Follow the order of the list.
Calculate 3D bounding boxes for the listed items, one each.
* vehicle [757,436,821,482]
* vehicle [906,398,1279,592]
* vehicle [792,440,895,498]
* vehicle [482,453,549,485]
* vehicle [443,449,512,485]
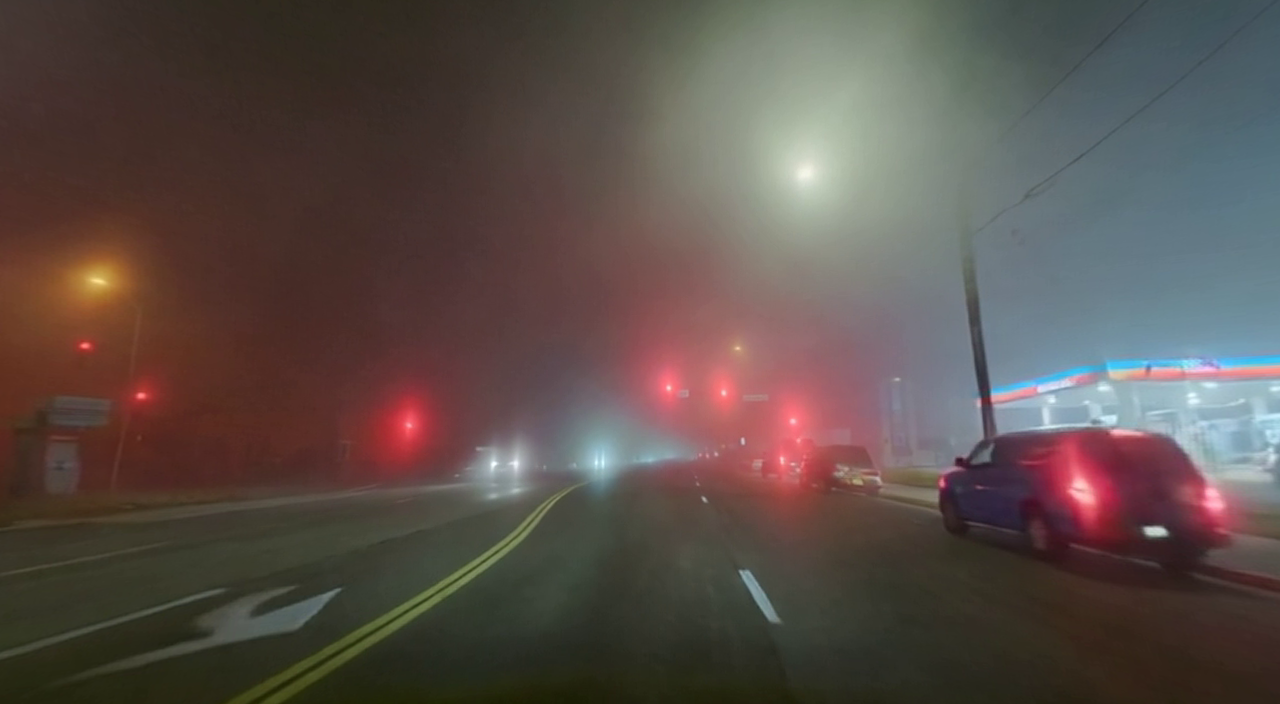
[{"bbox_3d":[7.481,5.437,32.317,2.181,2.103,6.044,-1,-9,4],"label":"vehicle"},{"bbox_3d":[5.783,1.817,8.878,2.194,1.896,5.049,-1,-9,5],"label":"vehicle"},{"bbox_3d":[6.714,3.909,21.532,1.995,1.720,5.067,-1,-9,2],"label":"vehicle"},{"bbox_3d":[-6.721,6.366,34.717,2.007,1.606,4.764,-2,-9,9],"label":"vehicle"},{"bbox_3d":[-9.600,6.836,37.909,2.214,1.994,5.721,-1,-9,5],"label":"vehicle"}]
